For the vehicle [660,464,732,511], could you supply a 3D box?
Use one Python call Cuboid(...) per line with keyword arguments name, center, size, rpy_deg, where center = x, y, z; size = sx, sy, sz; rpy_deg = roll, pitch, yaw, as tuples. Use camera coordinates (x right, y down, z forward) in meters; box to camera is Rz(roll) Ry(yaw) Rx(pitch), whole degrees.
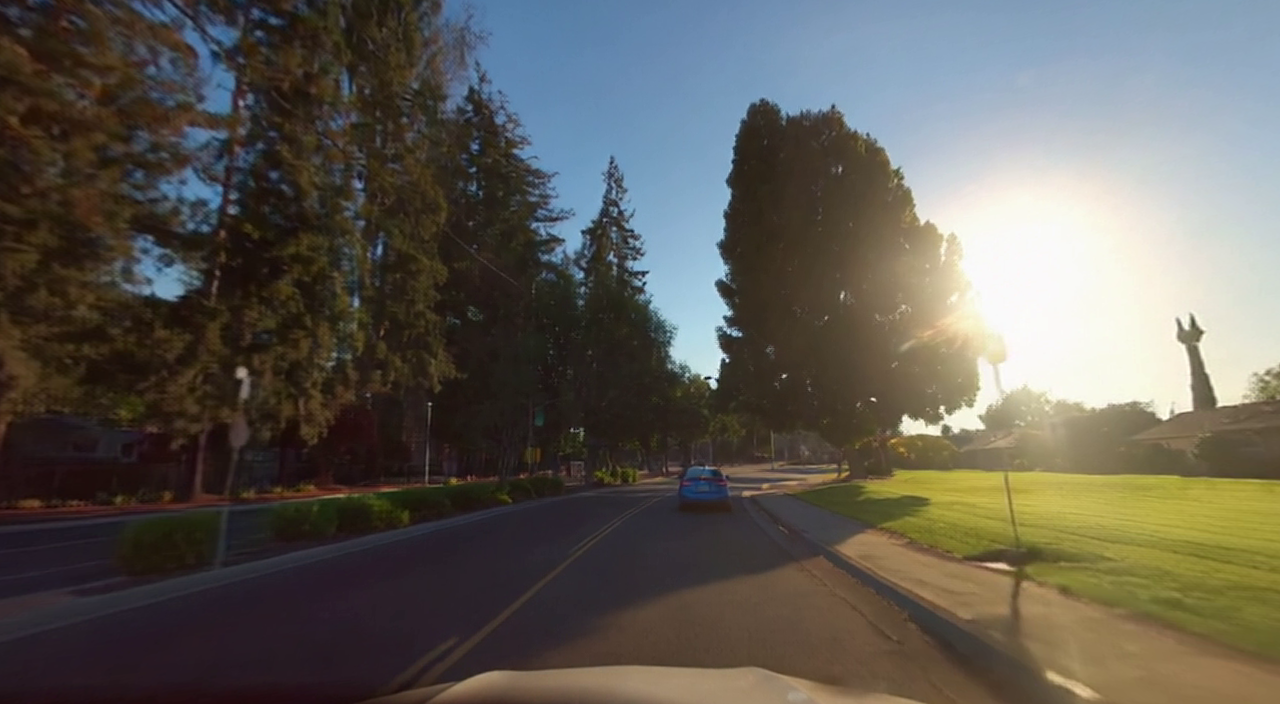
Cuboid(name="vehicle", center=(1.941, 4.257, 20.182), size=(1.972, 1.250, 5.282), rpy_deg=(-1, -11, 8))
